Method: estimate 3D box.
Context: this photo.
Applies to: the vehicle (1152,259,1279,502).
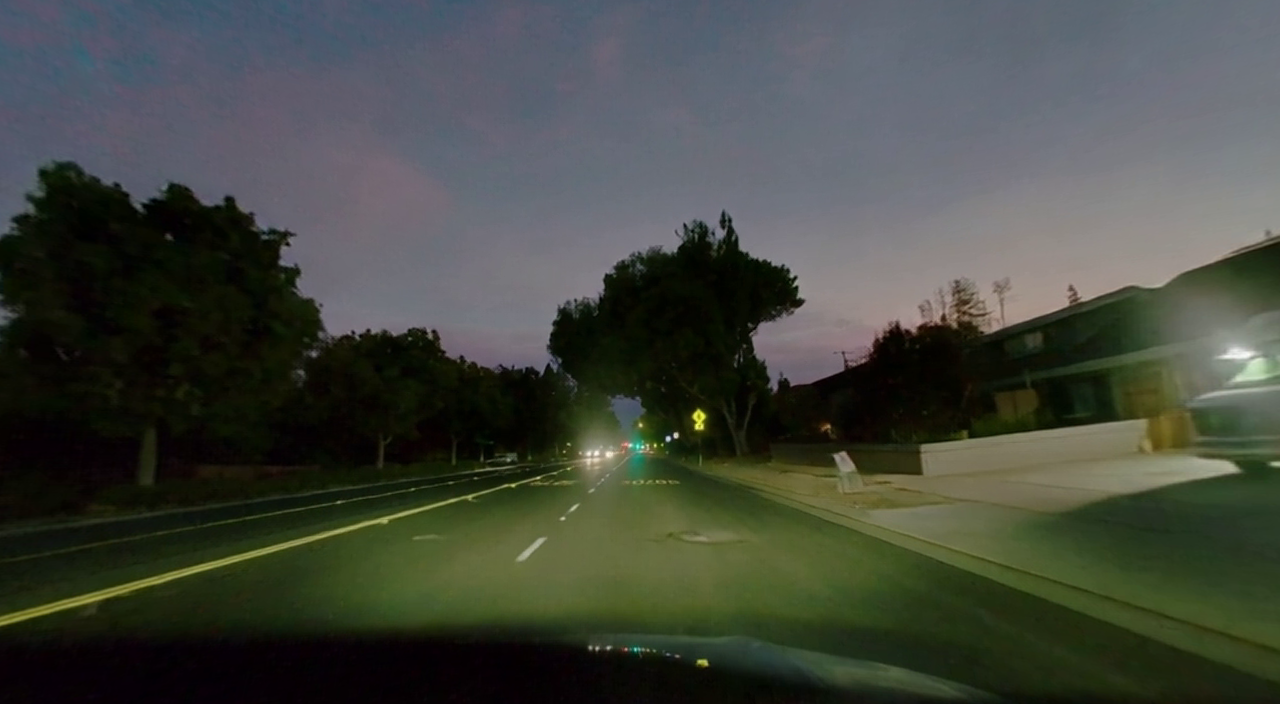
[{"bbox_3d":[17.548,0.417,12.198,12.151,4.157,3.709,-1,-15,-6],"label":"vehicle"}]
